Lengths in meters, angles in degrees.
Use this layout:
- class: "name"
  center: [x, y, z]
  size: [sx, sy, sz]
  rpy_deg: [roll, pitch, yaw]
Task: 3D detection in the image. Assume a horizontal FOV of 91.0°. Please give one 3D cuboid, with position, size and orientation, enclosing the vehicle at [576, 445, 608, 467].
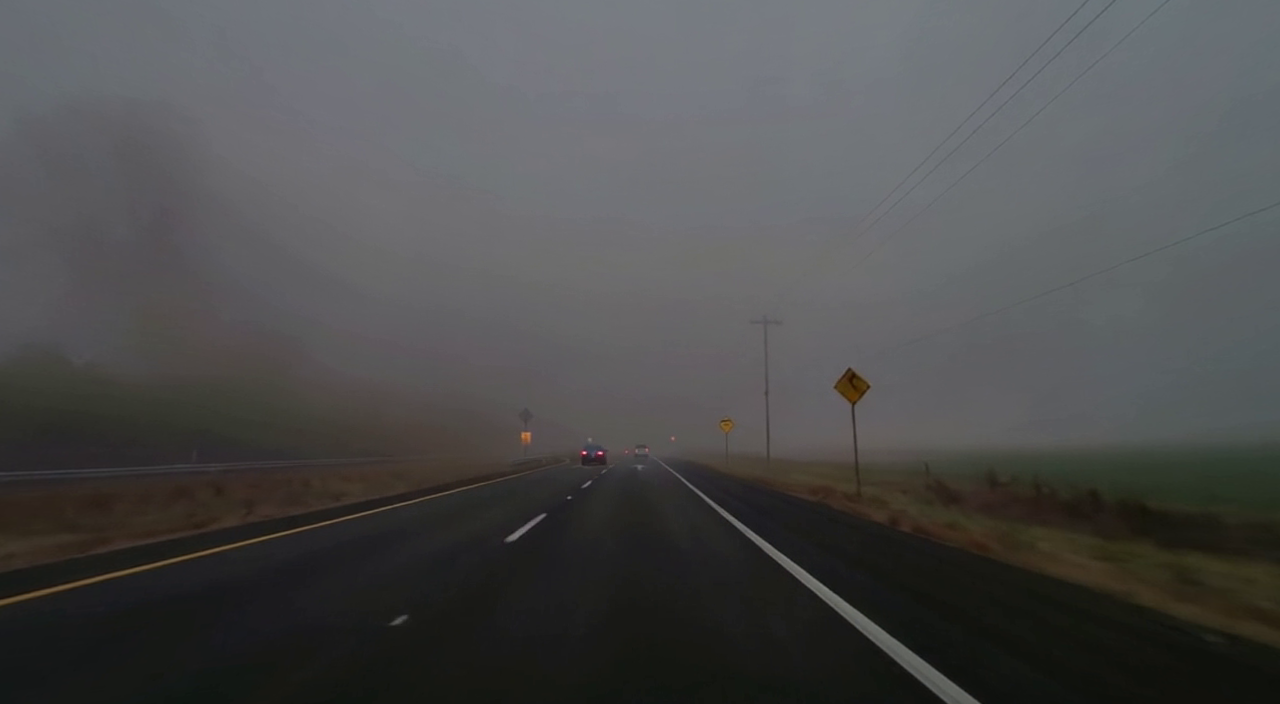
- class: "vehicle"
  center: [-3.612, 7.946, 48.259]
  size: [2.120, 1.597, 4.810]
  rpy_deg: [0, -9, 0]
